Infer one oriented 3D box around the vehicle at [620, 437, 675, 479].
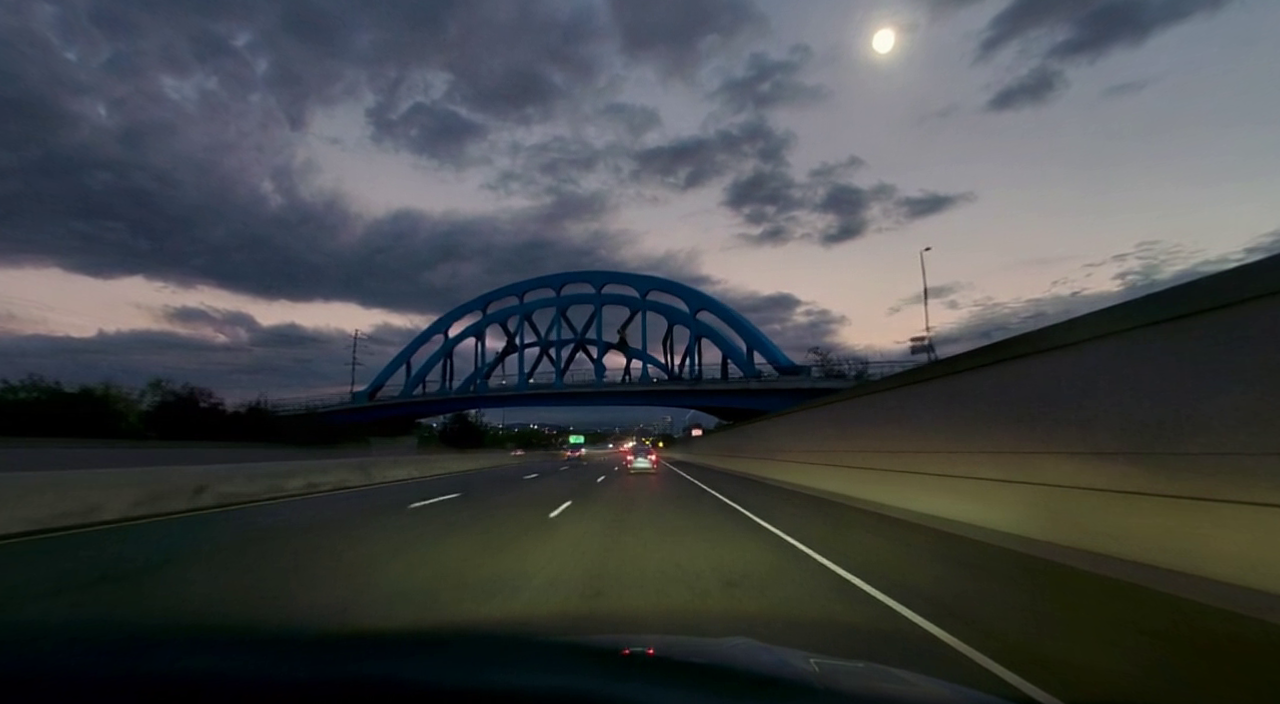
[{"bbox_3d":[0.286,4.824,28.829,2.299,1.716,4.579,0,-9,0],"label":"vehicle"}]
